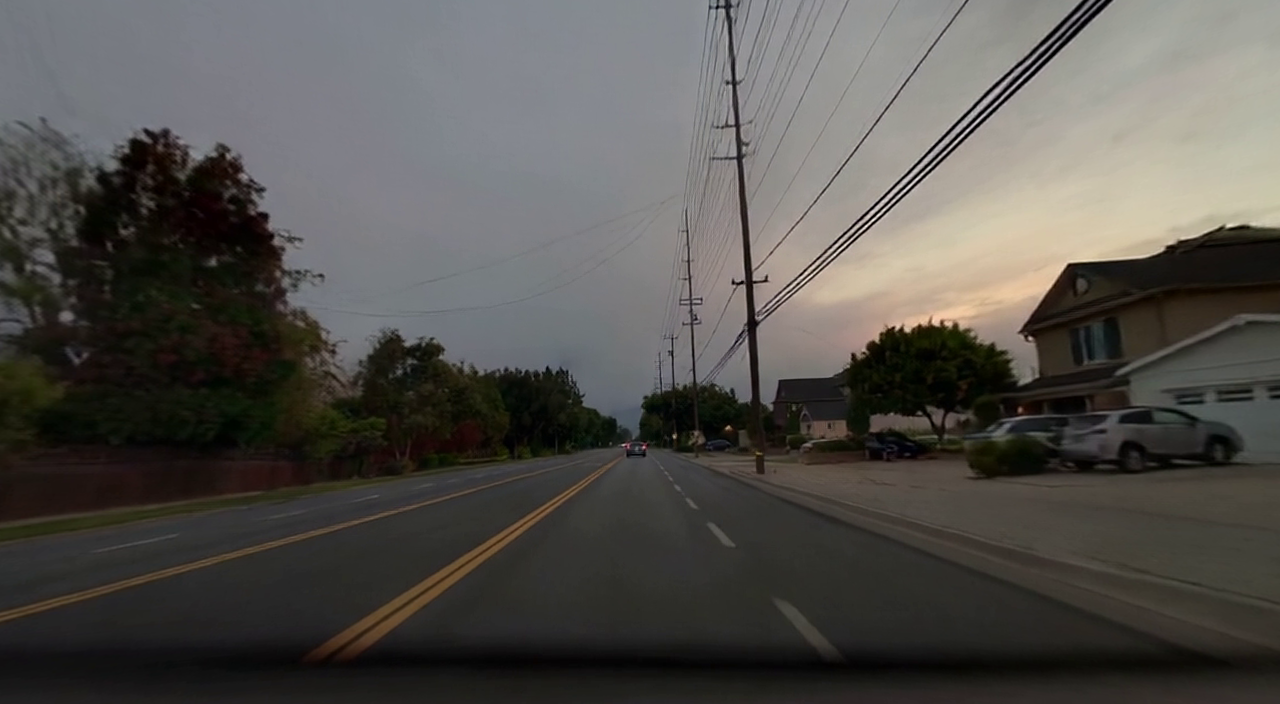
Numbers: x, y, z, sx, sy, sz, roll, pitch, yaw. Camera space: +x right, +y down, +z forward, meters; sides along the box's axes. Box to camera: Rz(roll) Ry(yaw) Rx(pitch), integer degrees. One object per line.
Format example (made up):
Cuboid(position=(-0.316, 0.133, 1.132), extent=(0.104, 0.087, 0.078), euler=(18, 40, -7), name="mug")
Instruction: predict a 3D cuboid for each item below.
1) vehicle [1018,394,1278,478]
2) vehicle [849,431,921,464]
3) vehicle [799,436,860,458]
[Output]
Cuboid(position=(13.031, 2.205, 16.452), extent=(4.905, 2.056, 2.058), euler=(0, -9, 0), name="vehicle")
Cuboid(position=(12.203, 4.782, 31.643), extent=(1.846, 1.523, 4.492), euler=(0, -8, 1), name="vehicle")
Cuboid(position=(14.174, 7.111, 47.215), extent=(3.855, 1.548, 1.937), euler=(0, -8, -8), name="vehicle")
